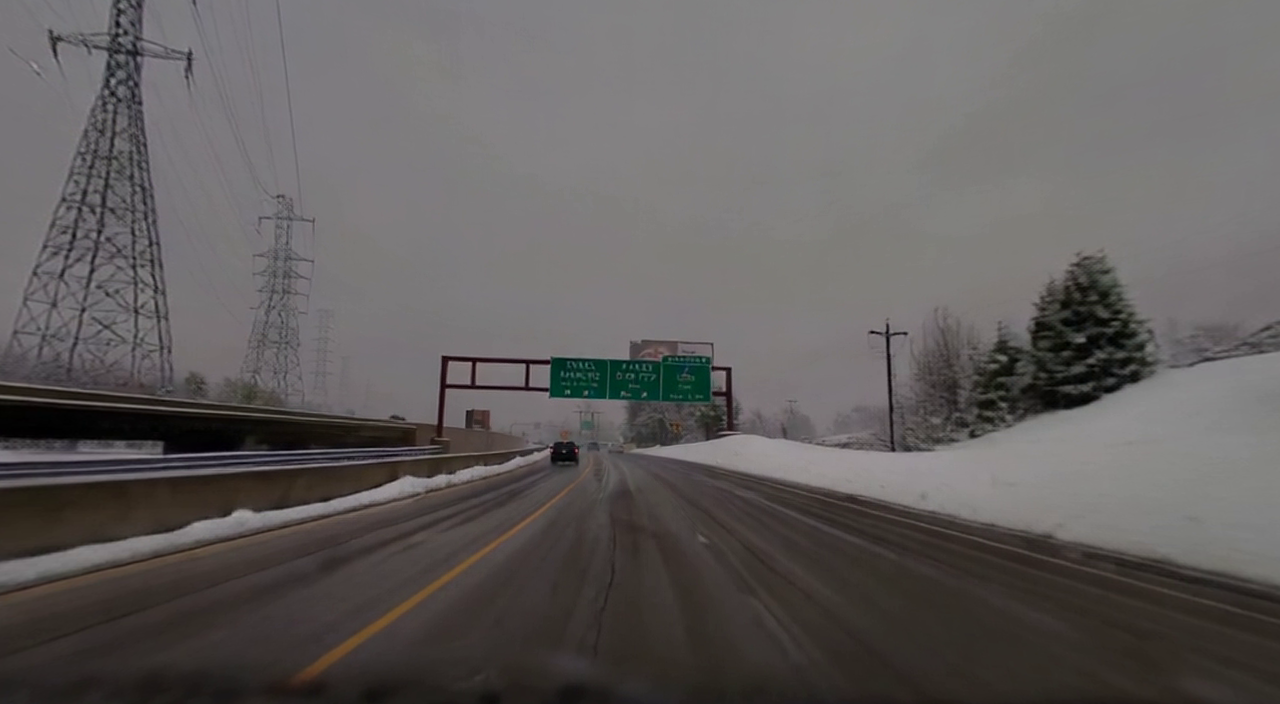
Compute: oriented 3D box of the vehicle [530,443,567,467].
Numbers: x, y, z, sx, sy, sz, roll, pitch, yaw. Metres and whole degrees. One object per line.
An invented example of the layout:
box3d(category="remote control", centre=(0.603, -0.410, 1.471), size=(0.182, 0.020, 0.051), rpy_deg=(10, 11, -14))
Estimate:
box3d(category="vehicle", centre=(-5.729, 6.495, 40.193), size=(1.921, 1.420, 4.078), rpy_deg=(0, -8, -3))
